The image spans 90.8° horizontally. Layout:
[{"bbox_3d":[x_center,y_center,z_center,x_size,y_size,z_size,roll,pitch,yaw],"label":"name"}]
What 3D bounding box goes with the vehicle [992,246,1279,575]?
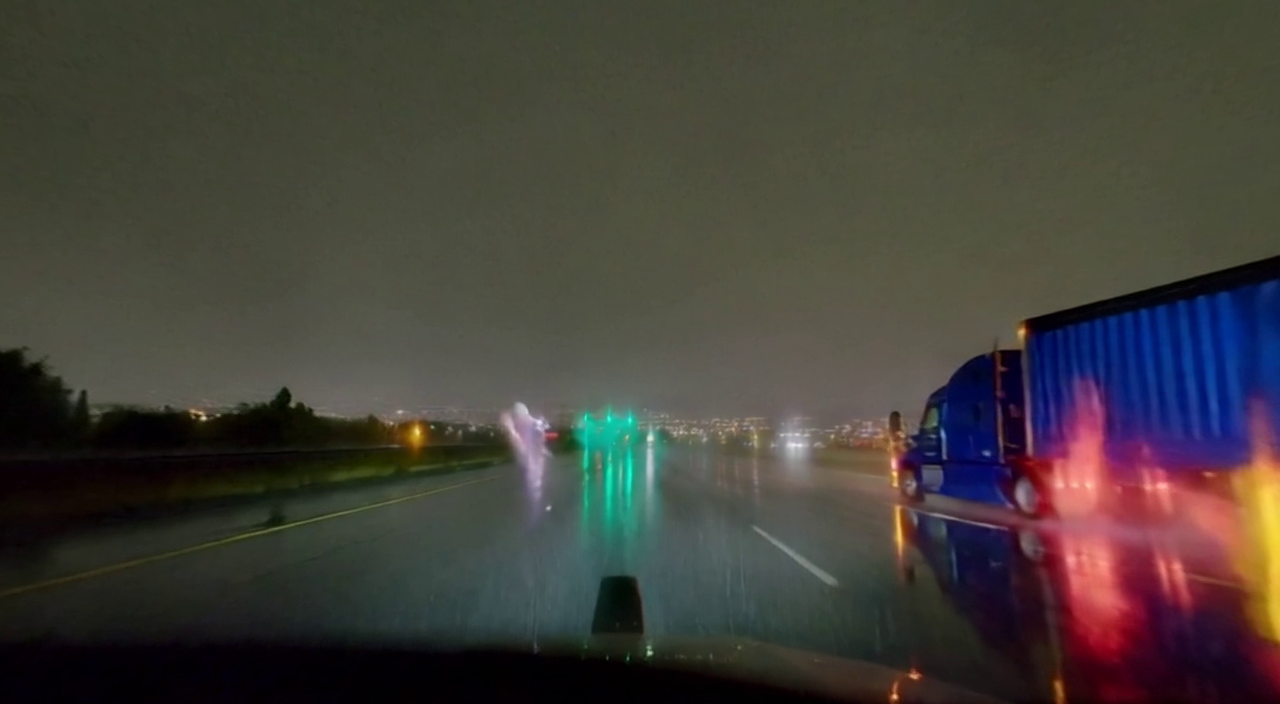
[{"bbox_3d":[7.225,0.668,6.745,2.627,3.011,7.287,0,-8,0],"label":"vehicle"}]
